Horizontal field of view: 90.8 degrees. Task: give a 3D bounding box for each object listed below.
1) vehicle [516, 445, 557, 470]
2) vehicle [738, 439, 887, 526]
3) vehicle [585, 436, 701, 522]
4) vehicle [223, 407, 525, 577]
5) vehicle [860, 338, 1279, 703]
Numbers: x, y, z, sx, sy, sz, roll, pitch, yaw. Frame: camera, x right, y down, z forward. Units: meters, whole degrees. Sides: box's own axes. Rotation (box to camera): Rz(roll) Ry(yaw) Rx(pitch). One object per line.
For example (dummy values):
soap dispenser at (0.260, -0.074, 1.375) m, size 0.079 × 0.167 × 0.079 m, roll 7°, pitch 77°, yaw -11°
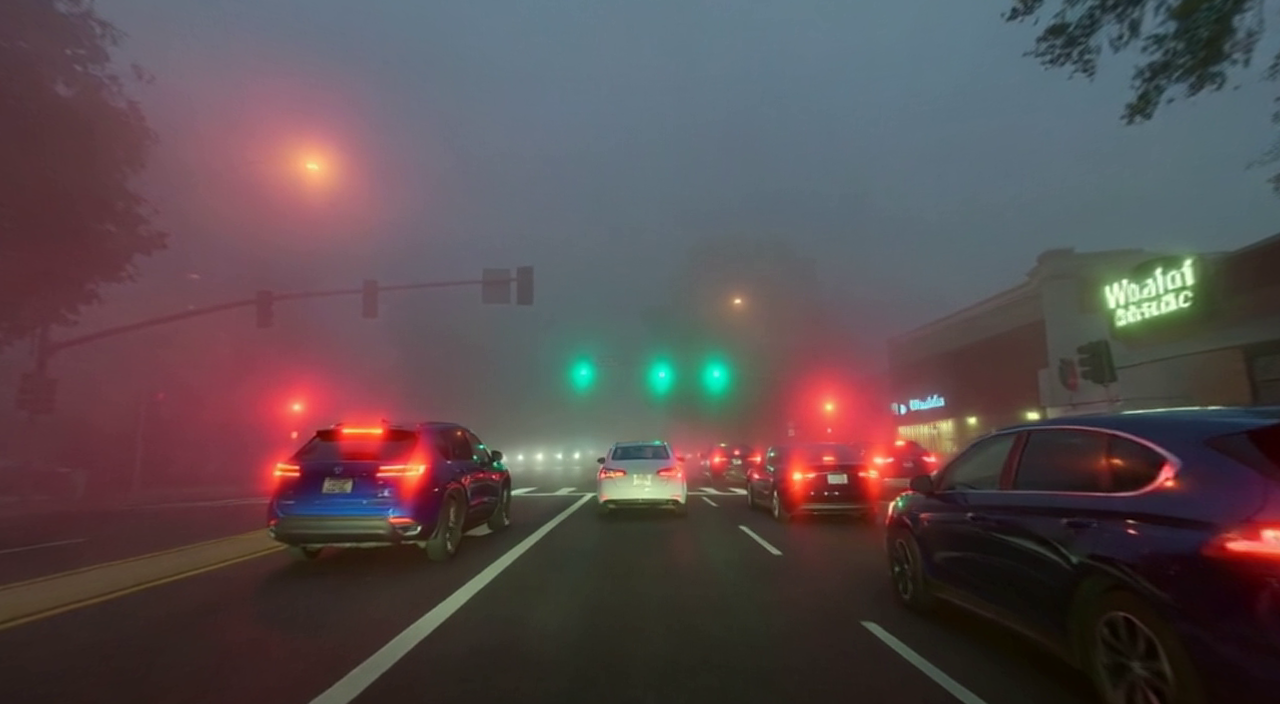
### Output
vehicle at (-7.864, 8.060, 48.421) m, size 2.293 × 1.777 × 4.497 m, roll 0°, pitch -9°, yaw 0°
vehicle at (3.356, 2.609, 13.203) m, size 1.865 × 1.496 × 4.170 m, roll 0°, pitch -9°, yaw -1°
vehicle at (0.039, 2.646, 13.656) m, size 2.154 × 1.577 × 3.723 m, roll 0°, pitch -9°, yaw 0°
vehicle at (-3.336, 1.883, 9.318) m, size 2.257 × 1.823 × 4.777 m, roll -1°, pitch -9°, yaw 1°
vehicle at (3.127, 1.049, 3.762) m, size 2.075 × 1.661 × 4.401 m, roll 0°, pitch -9°, yaw 1°
